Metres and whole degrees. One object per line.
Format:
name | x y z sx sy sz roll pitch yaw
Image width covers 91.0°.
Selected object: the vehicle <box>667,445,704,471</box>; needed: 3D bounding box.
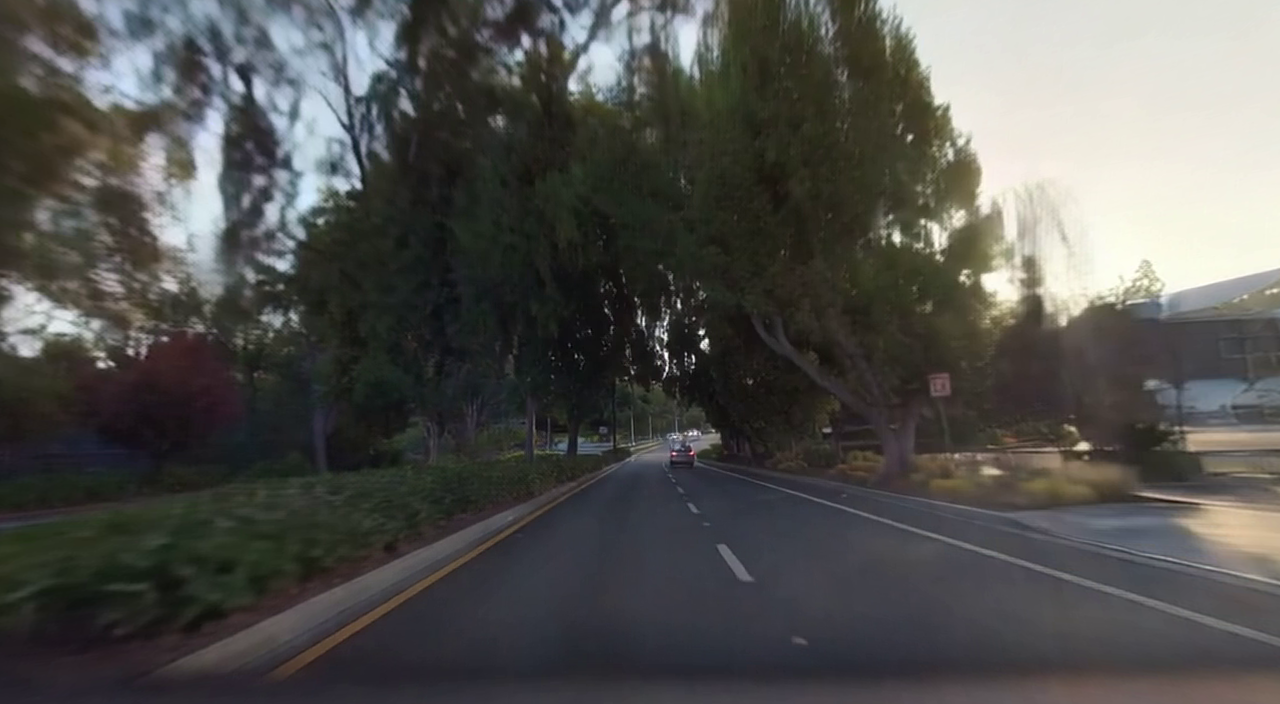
vehicle | 2.905 6.870 41.067 2.044 1.537 4.528 0 -9 0
